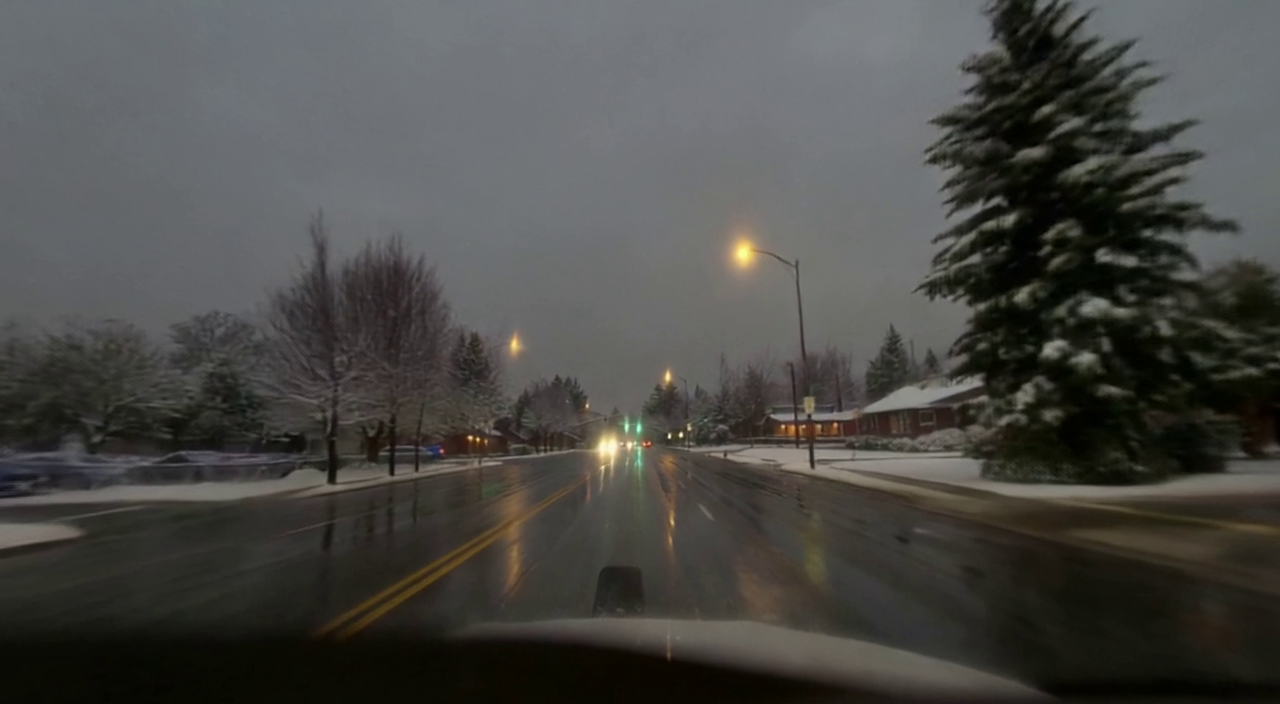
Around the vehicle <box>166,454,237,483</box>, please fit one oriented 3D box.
[{"bbox_3d":[-28.366,7.484,40.830,4.425,1.570,1.959,-4,-8,30],"label":"vehicle"}]

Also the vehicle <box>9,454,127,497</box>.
[{"bbox_3d":[-23.469,5.005,25.918,4.584,1.562,2.091,-5,-10,29],"label":"vehicle"}]

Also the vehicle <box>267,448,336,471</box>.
[{"bbox_3d":[-23.741,7.522,44.209,4.791,1.421,1.985,-4,-10,31],"label":"vehicle"}]
